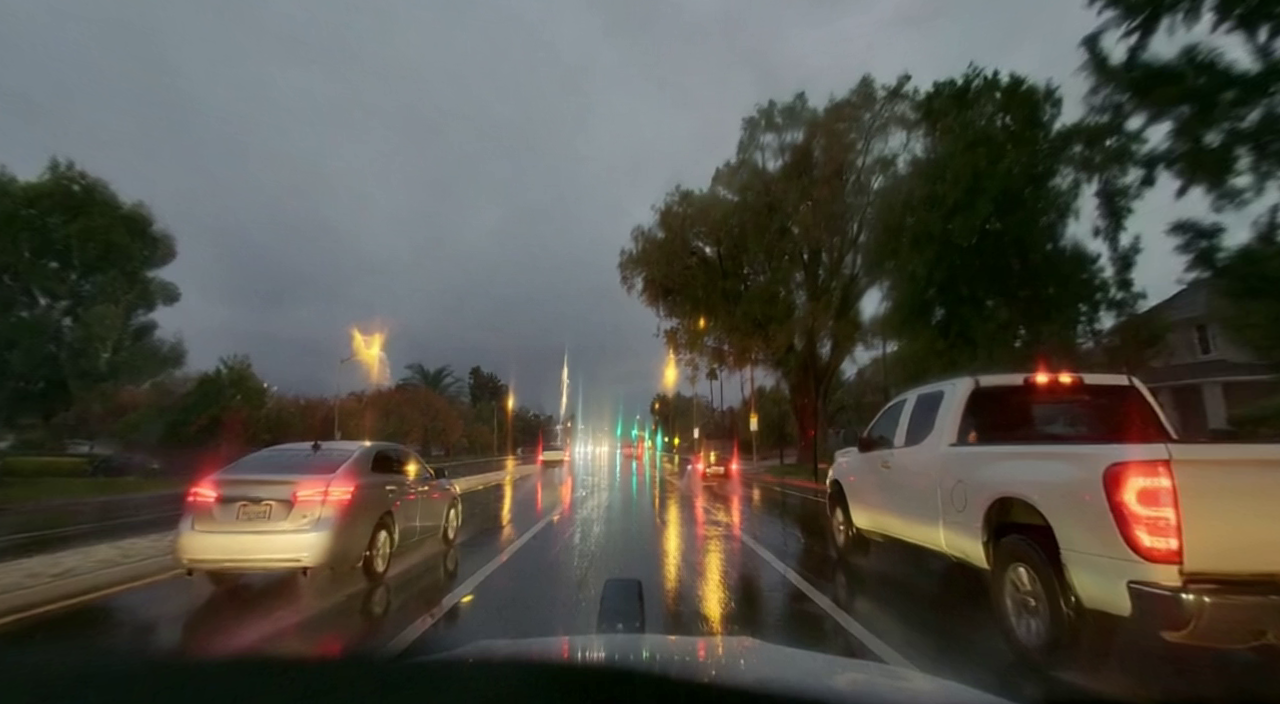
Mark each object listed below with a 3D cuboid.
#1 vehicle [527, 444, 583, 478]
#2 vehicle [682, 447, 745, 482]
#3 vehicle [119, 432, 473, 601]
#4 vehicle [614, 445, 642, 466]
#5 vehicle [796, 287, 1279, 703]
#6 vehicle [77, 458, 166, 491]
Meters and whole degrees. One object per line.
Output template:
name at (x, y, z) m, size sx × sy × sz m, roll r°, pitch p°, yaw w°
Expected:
vehicle at (-4.175, 5.421, 31.786) m, size 2.263 × 1.548 × 4.555 m, roll 0°, pitch -9°, yaw -1°
vehicle at (3.204, 5.036, 28.687) m, size 2.149 × 1.421 × 4.805 m, roll 0°, pitch -9°, yaw -2°
vehicle at (-3.710, 1.826, 7.963) m, size 2.094 × 1.509 × 4.286 m, roll 0°, pitch -9°, yaw -1°
vehicle at (-0.980, 8.127, 49.649) m, size 2.065 × 1.528 × 3.787 m, roll 0°, pitch -9°, yaw -2°
vehicle at (3.351, 1.154, 5.413) m, size 2.478 × 2.030 × 5.723 m, roll 0°, pitch -9°, yaw -1°
vehicle at (-34.624, 8.159, 42.207) m, size 5.036 × 1.823 × 2.374 m, roll -7°, pitch -11°, yaw 22°
